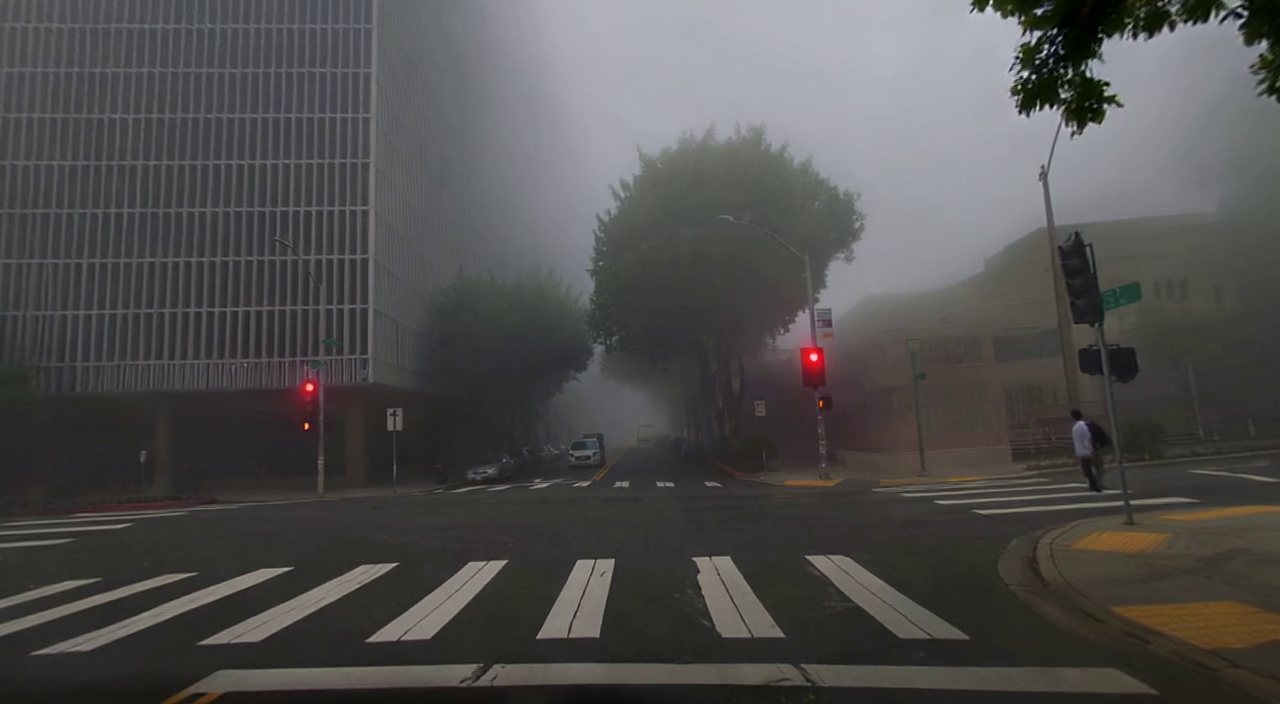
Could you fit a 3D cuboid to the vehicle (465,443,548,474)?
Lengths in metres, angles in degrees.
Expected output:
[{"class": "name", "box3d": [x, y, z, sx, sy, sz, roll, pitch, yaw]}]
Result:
[{"class": "vehicle", "box3d": [-8.000, 6.350, 38.022, 4.526, 1.726, 1.963, 8, -12, -44]}]

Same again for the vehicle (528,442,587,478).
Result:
[{"class": "vehicle", "box3d": [-3.648, 4.841, 28.655, 1.989, 1.481, 4.500, 0, -8, 1]}]

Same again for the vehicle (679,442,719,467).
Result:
[{"class": "vehicle", "box3d": [3.566, 6.273, 38.867, 1.853, 1.426, 4.160, 1, -8, -3]}]
